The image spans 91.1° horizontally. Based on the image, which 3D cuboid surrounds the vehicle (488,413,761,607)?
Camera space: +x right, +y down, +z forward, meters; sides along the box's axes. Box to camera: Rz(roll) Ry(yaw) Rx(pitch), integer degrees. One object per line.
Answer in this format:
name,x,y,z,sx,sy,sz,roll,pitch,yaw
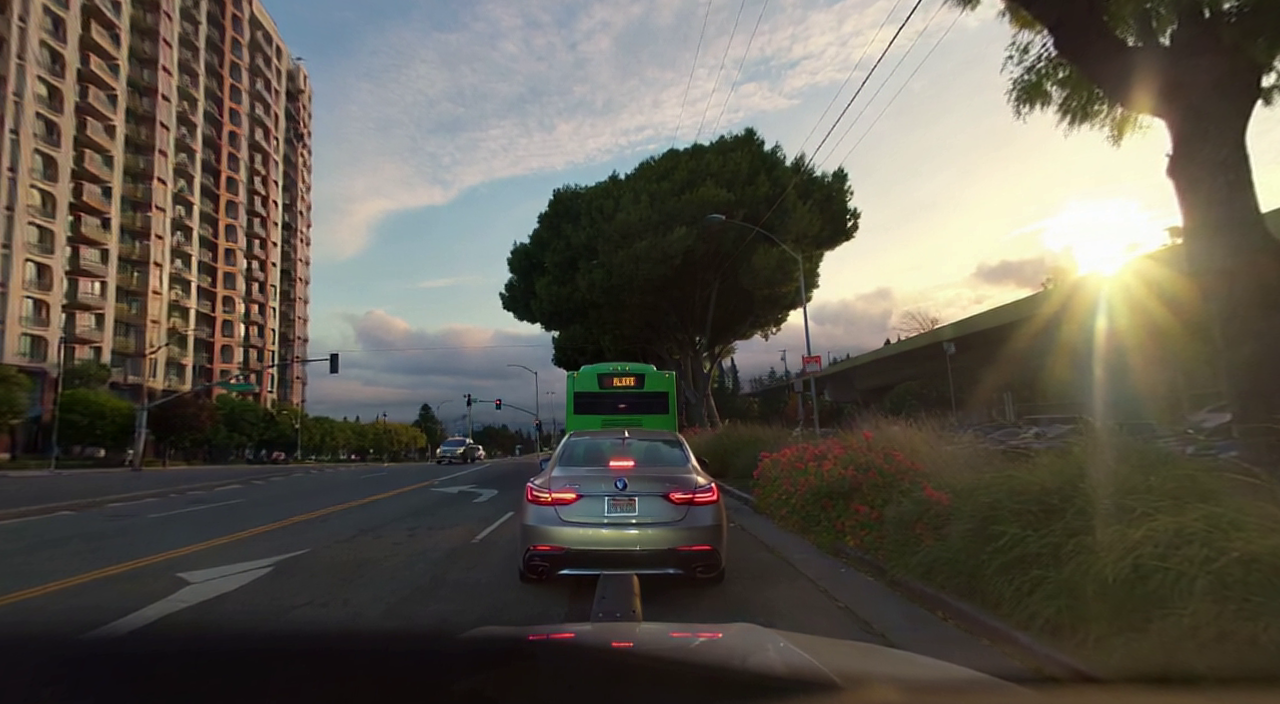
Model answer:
vehicle,-0.154,1.463,6.803,2.064,1.452,3.942,0,-8,-1
